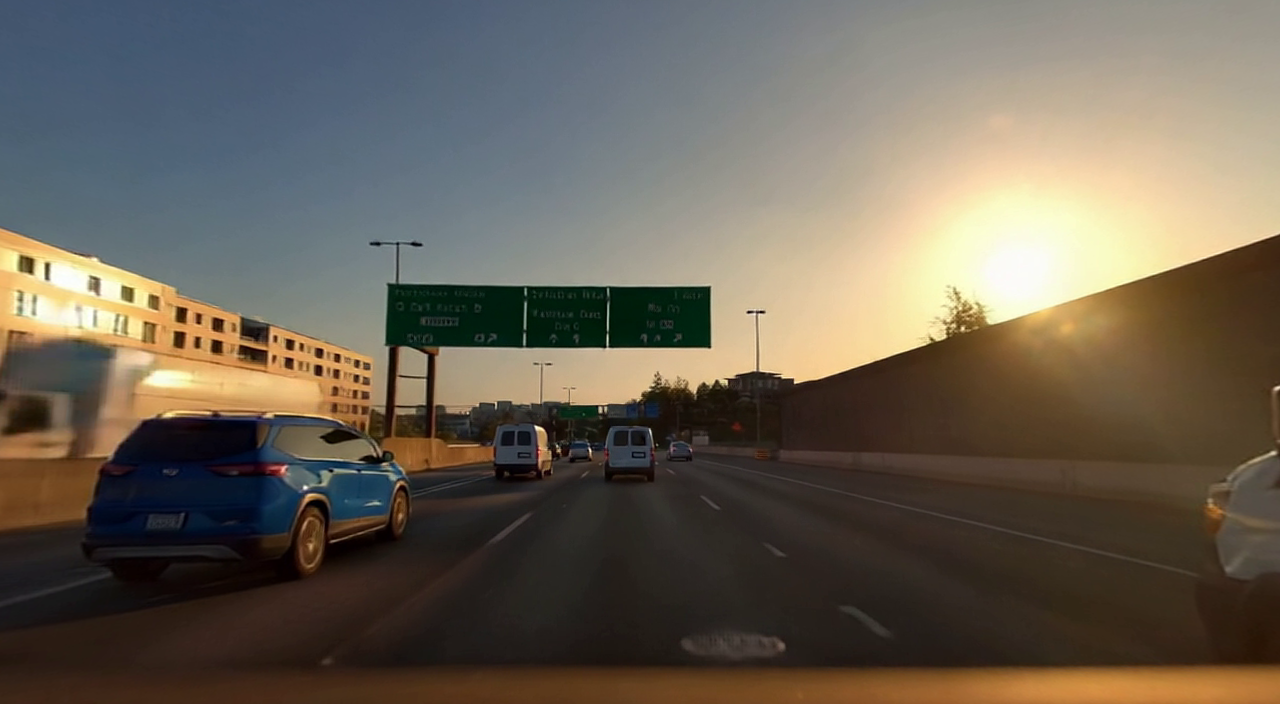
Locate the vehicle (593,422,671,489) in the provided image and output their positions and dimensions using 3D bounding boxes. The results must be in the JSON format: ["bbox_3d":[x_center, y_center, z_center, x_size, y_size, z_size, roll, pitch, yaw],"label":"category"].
[{"bbox_3d":[-0.313,3.349,20.730,2.304,1.925,4.282,0,-8,-2],"label":"vehicle"}]

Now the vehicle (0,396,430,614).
[{"bbox_3d":[-4.122,1.518,7.243,1.972,1.703,4.333,0,-8,-1],"label":"vehicle"}]

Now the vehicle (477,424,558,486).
[{"bbox_3d":[-4.200,3.600,22.296,2.038,1.936,4.300,0,-8,-1],"label":"vehicle"}]

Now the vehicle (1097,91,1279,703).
[{"bbox_3d":[3.924,-0.048,0.659,2.427,2.652,5.769,0,-8,0],"label":"vehicle"}]
